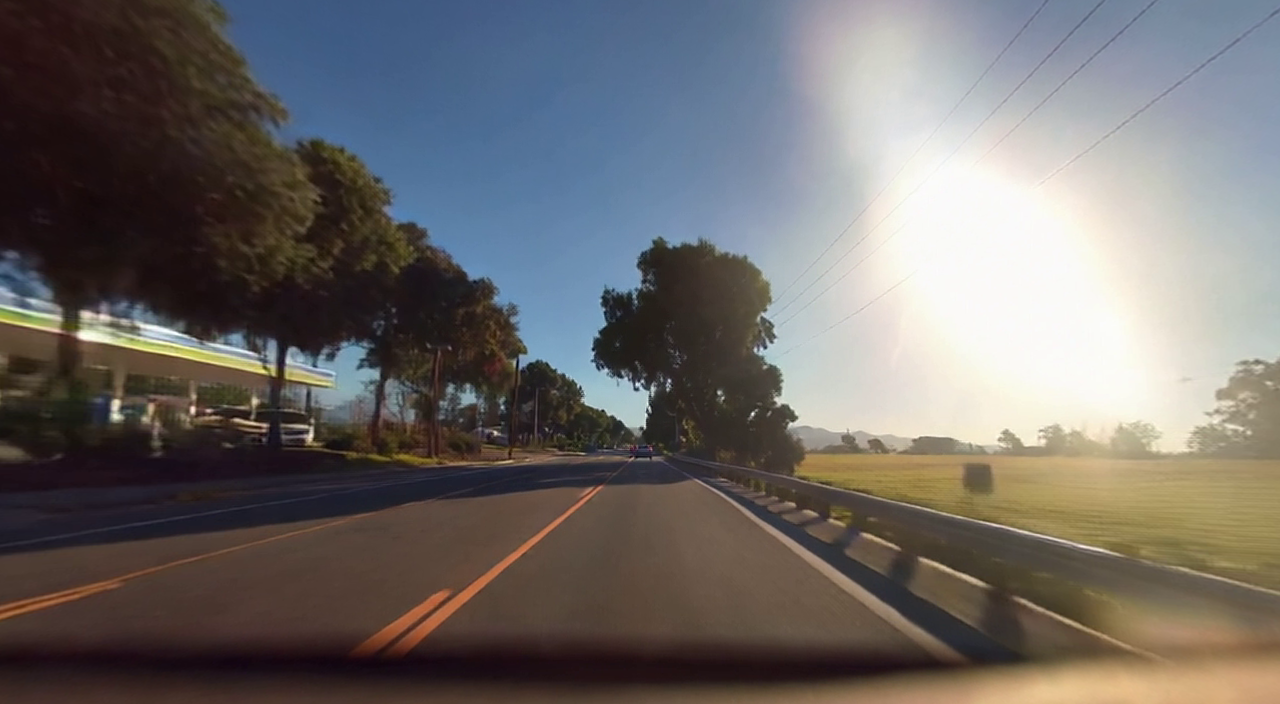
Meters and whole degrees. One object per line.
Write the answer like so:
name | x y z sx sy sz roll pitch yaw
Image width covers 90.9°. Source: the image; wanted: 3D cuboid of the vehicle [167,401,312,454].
vehicle | -22.587 4.230 35.685 6.311 2.571 3.118 1 -6 12
